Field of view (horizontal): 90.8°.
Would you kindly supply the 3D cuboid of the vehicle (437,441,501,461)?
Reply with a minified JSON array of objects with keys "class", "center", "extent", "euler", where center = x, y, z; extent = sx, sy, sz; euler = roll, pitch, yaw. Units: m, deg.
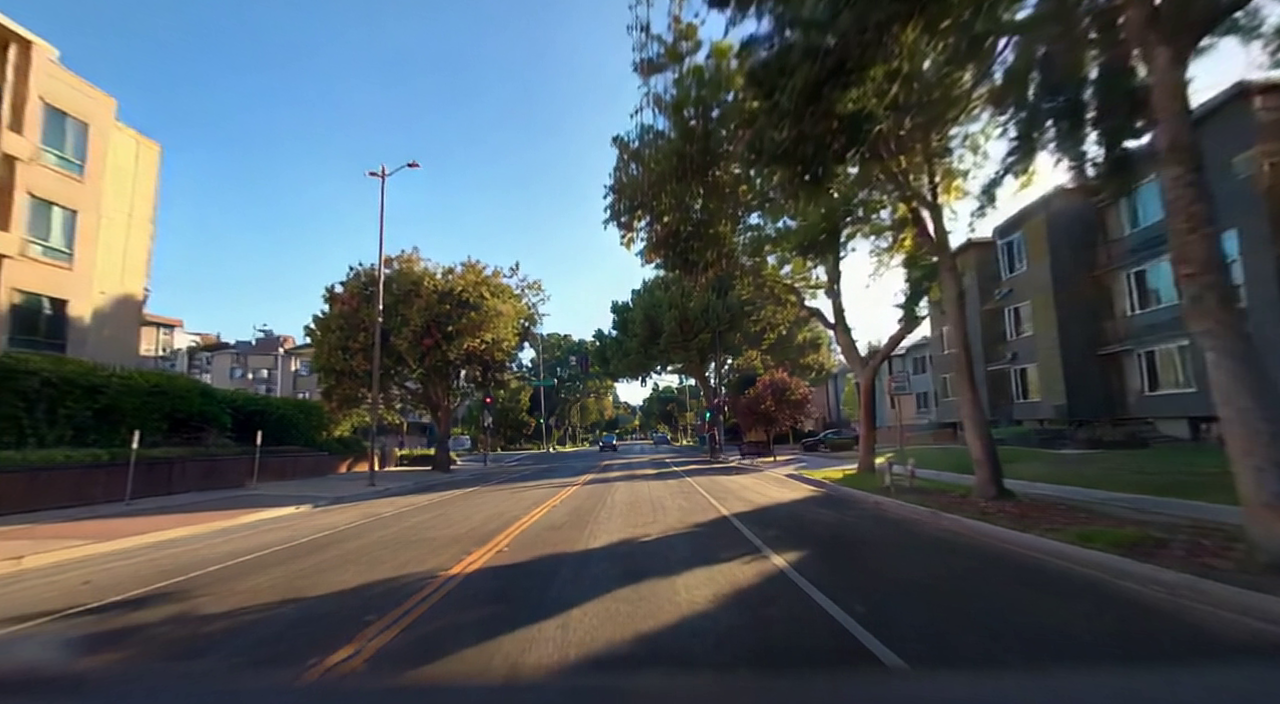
[{"class":"vehicle","center":[-12.551,7.282,46.575],"extent":[4.135,1.424,1.945],"euler":[-1,-9,4]}]

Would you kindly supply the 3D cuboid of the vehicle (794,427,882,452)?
[{"class":"vehicle","center":[12.686,5.644,40.667],"extent":[4.908,1.521,2.108],"euler":[0,-8,-4]}]
